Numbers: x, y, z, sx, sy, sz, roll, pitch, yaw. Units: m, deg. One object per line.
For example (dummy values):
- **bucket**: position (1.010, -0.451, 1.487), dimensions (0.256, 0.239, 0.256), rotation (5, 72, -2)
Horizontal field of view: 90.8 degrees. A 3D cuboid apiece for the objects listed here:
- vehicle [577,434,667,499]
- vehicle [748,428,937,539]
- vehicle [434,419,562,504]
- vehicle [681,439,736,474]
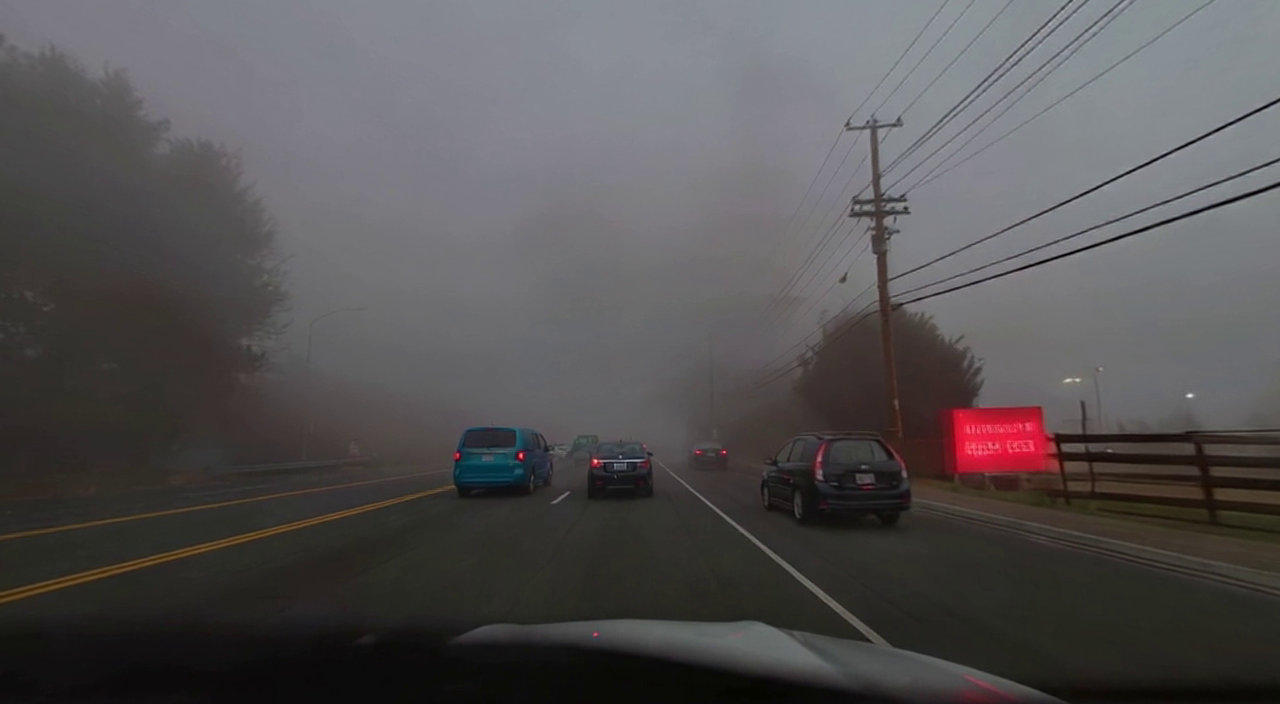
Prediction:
- **vehicle**: position (-0.418, 2.997, 16.853), dimensions (2.097, 1.511, 3.809), rotation (0, -9, 0)
- **vehicle**: position (3.153, 2.116, 10.728), dimensions (1.880, 1.521, 3.724), rotation (0, -9, -1)
- **vehicle**: position (-3.369, 2.735, 16.135), dimensions (2.092, 1.839, 4.736), rotation (0, -9, 1)
- **vehicle**: position (3.078, 4.820, 29.280), dimensions (1.878, 1.479, 4.461), rotation (0, -9, -2)
